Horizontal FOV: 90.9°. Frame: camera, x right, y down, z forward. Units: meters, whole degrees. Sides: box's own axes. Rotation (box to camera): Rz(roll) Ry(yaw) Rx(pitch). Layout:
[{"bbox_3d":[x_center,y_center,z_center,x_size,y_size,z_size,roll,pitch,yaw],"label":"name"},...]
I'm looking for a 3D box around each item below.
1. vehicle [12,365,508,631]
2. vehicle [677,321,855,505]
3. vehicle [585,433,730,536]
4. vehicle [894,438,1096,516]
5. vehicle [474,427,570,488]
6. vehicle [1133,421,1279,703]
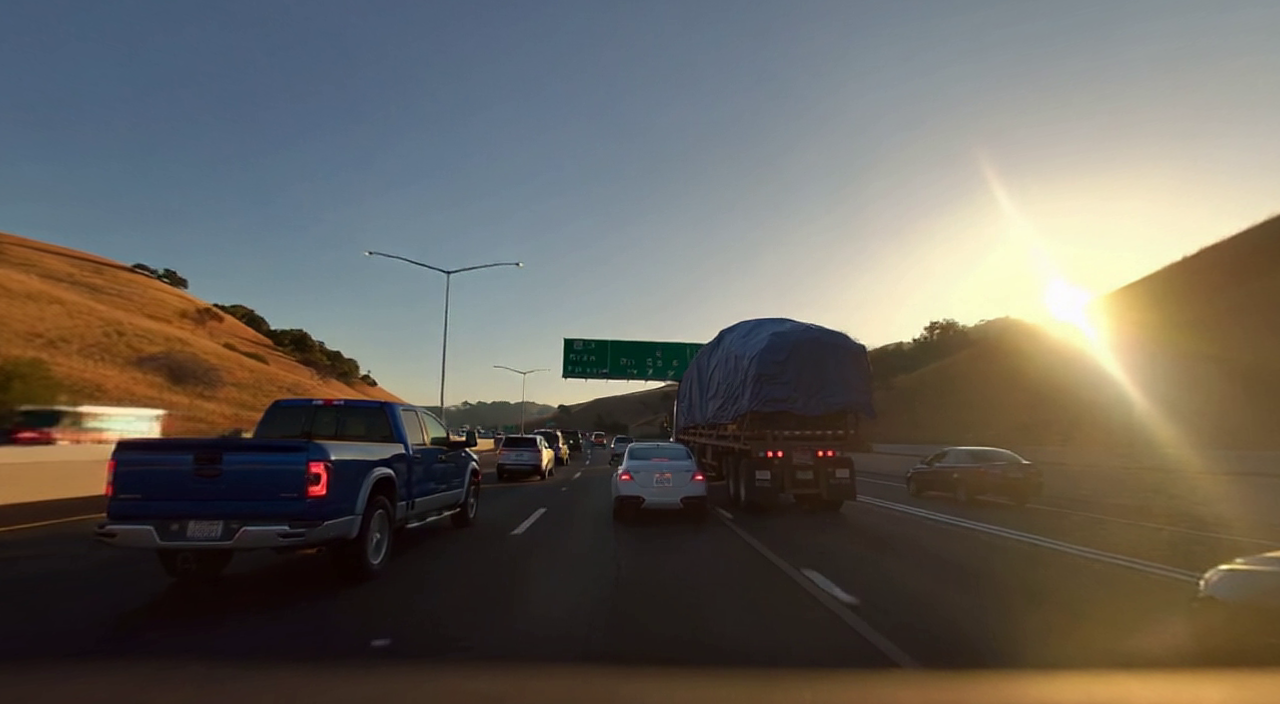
[{"bbox_3d":[-3.288,1.422,7.272,2.318,1.902,5.374,0,-8,1],"label":"vehicle"},{"bbox_3d":[3.119,2.106,19.597,2.759,4.098,10.906,0,-8,-3],"label":"vehicle"},{"bbox_3d":[0.207,2.214,11.189,2.105,1.471,3.978,0,-8,-1],"label":"vehicle"},{"bbox_3d":[7.754,2.733,14.378,2.092,1.495,4.194,0,-8,-1],"label":"vehicle"},{"bbox_3d":[-3.825,3.536,21.508,2.348,1.821,5.061,0,-8,-1],"label":"vehicle"},{"bbox_3d":[3.594,0.751,0.759,2.169,1.447,4.817,0,-8,1],"label":"vehicle"}]
